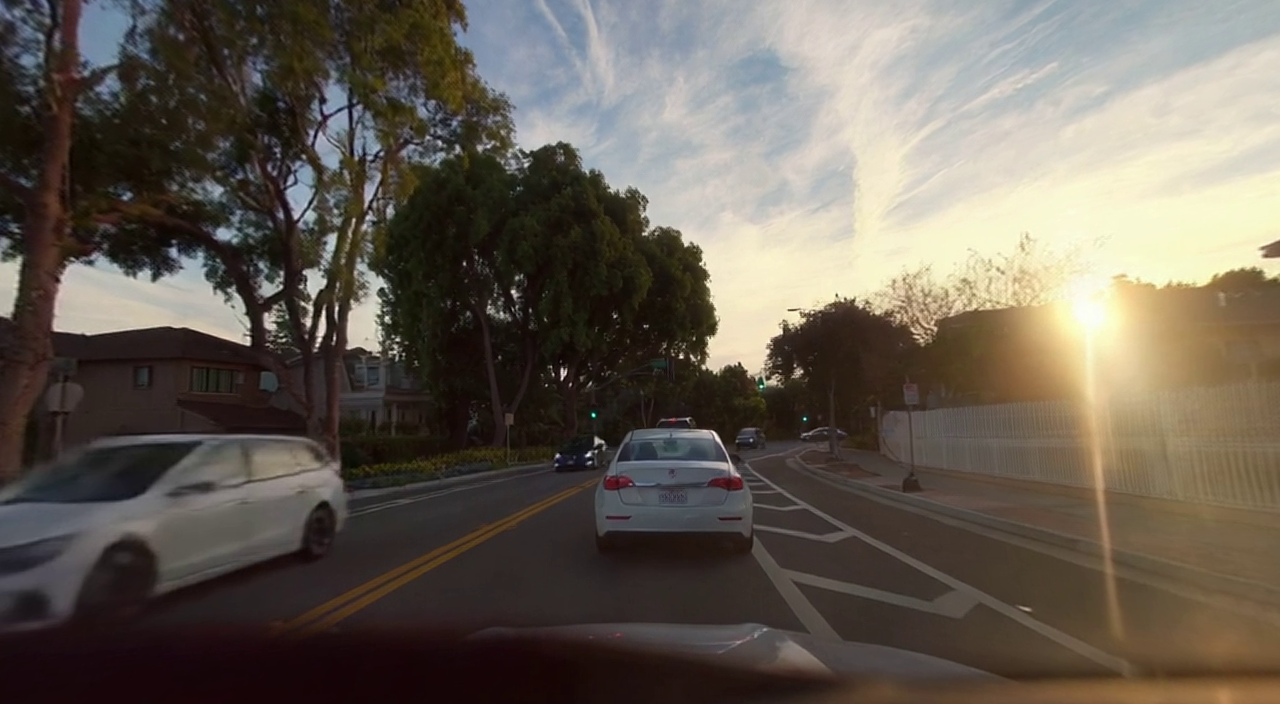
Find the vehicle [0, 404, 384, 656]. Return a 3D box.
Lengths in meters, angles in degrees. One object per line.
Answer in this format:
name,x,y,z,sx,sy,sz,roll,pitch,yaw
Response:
vehicle,-4.811,1.532,6.655,2.082,1.682,4.623,0,-8,2

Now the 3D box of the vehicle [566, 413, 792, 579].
vehicle,0.392,1.607,7.823,2.070,1.516,3.936,0,-8,1
